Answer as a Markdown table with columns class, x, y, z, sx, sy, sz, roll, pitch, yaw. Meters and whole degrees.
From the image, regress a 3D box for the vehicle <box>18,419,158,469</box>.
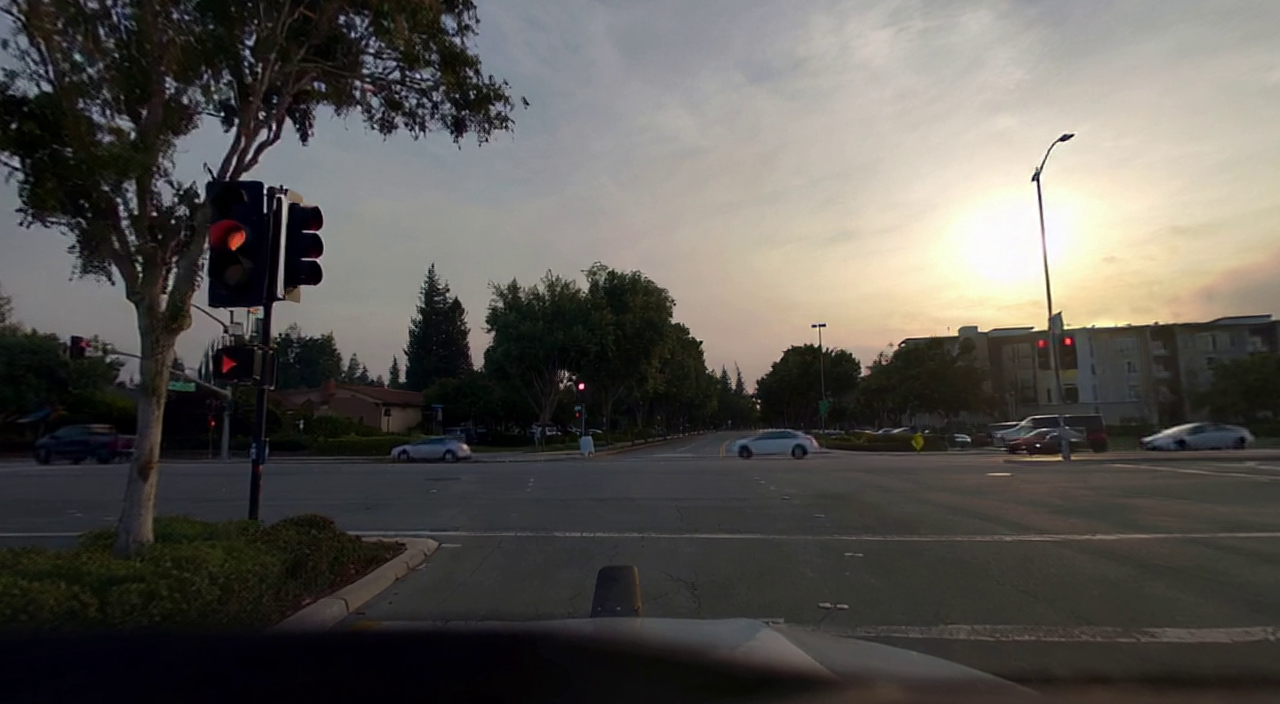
| class | x | y | z | sx | sy | sz | roll | pitch | yaw |
| --- | --- | --- | --- | --- | --- | --- | --- | --- | --- |
| vehicle | -37.728 | 6.294 | 43.260 | 7.790 | 3.197 | 2.653 | -2 | -9 | 10 |

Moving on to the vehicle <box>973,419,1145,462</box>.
| class | x | y | z | sx | sy | sz | roll | pitch | yaw |
| --- | --- | --- | --- | --- | --- | --- | --- | --- | --- |
| vehicle | 15.038 | 3.212 | 22.944 | 4.749 | 1.461 | 1.892 | -1 | -9 | 9 |

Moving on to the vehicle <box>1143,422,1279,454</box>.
| class | x | y | z | sx | sy | sz | roll | pitch | yaw |
| --- | --- | --- | --- | --- | --- | --- | --- | --- | --- |
| vehicle | 28.106 | 4.259 | 31.048 | 4.801 | 1.494 | 1.915 | -2 | -9 | 10 |

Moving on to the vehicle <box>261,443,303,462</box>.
| class | x | y | z | sx | sy | sz | roll | pitch | yaw |
| --- | --- | --- | --- | --- | --- | --- | --- | --- | --- |
| vehicle | -28.046 | 7.878 | 49.626 | 2.235 | 1.417 | 4.272 | 3 | -9 | -21 |

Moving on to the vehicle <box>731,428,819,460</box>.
| class | x | y | z | sx | sy | sz | roll | pitch | yaw |
| --- | --- | --- | --- | --- | --- | --- | --- | --- | --- |
| vehicle | 7.455 | 5.102 | 34.994 | 4.590 | 1.701 | 1.881 | -2 | -9 | 11 |

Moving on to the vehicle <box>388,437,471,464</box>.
| class | x | y | z | sx | sy | sz | roll | pitch | yaw |
| --- | --- | --- | --- | --- | --- | --- | --- | --- | --- |
| vehicle | -12.808 | 6.009 | 38.521 | 4.370 | 1.592 | 1.886 | -2 | -9 | 11 |
